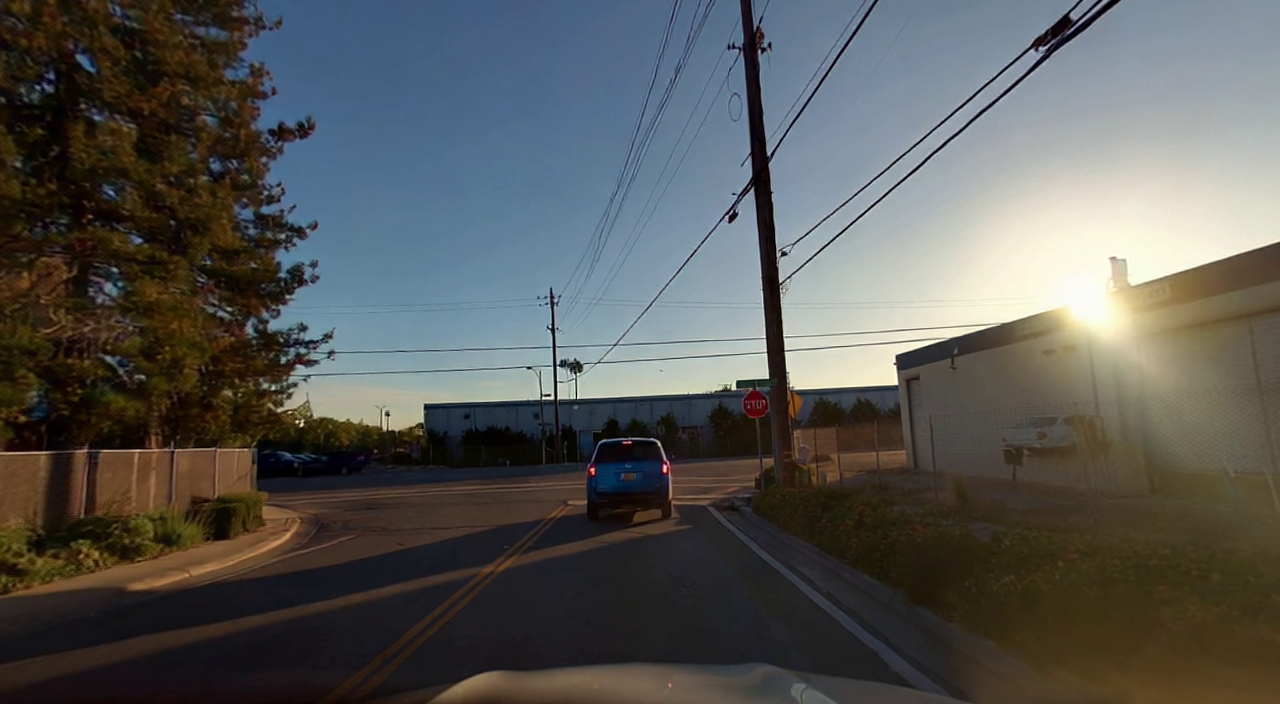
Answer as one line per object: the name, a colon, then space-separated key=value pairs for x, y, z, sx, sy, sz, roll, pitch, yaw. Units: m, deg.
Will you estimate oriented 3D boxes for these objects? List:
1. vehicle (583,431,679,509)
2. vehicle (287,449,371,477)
vehicle: x=-0.261 y=2.920 z=16.136 sx=2.137 sy=1.698 sz=4.166 roll=0 pitch=-8 yaw=-2
vehicle: x=-20.106 y=7.187 z=40.984 sx=4.415 sy=1.753 sz=2.029 roll=-1 pitch=-9 yaw=8
